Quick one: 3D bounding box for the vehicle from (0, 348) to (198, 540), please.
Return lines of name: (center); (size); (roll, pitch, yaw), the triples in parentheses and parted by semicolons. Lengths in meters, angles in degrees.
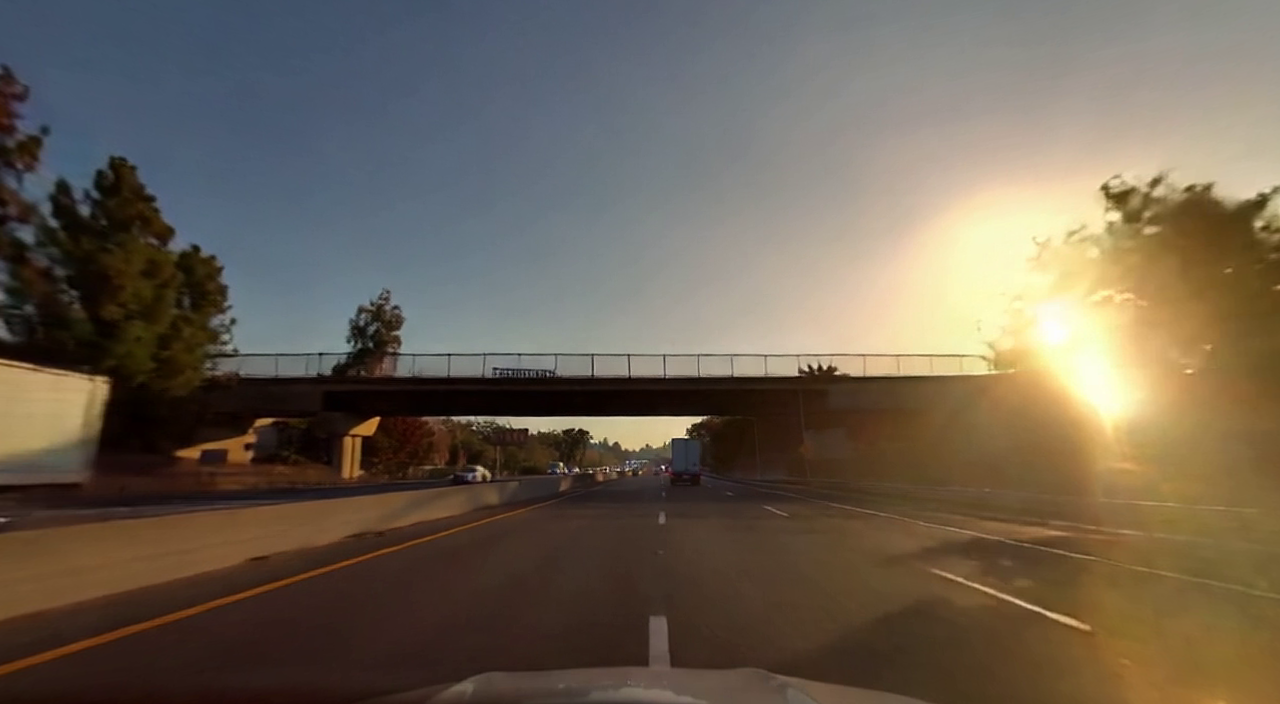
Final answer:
vehicle: (-14.139, 2.090, 14.024); (2.798, 3.751, 7.543); (1, -11, 1)
